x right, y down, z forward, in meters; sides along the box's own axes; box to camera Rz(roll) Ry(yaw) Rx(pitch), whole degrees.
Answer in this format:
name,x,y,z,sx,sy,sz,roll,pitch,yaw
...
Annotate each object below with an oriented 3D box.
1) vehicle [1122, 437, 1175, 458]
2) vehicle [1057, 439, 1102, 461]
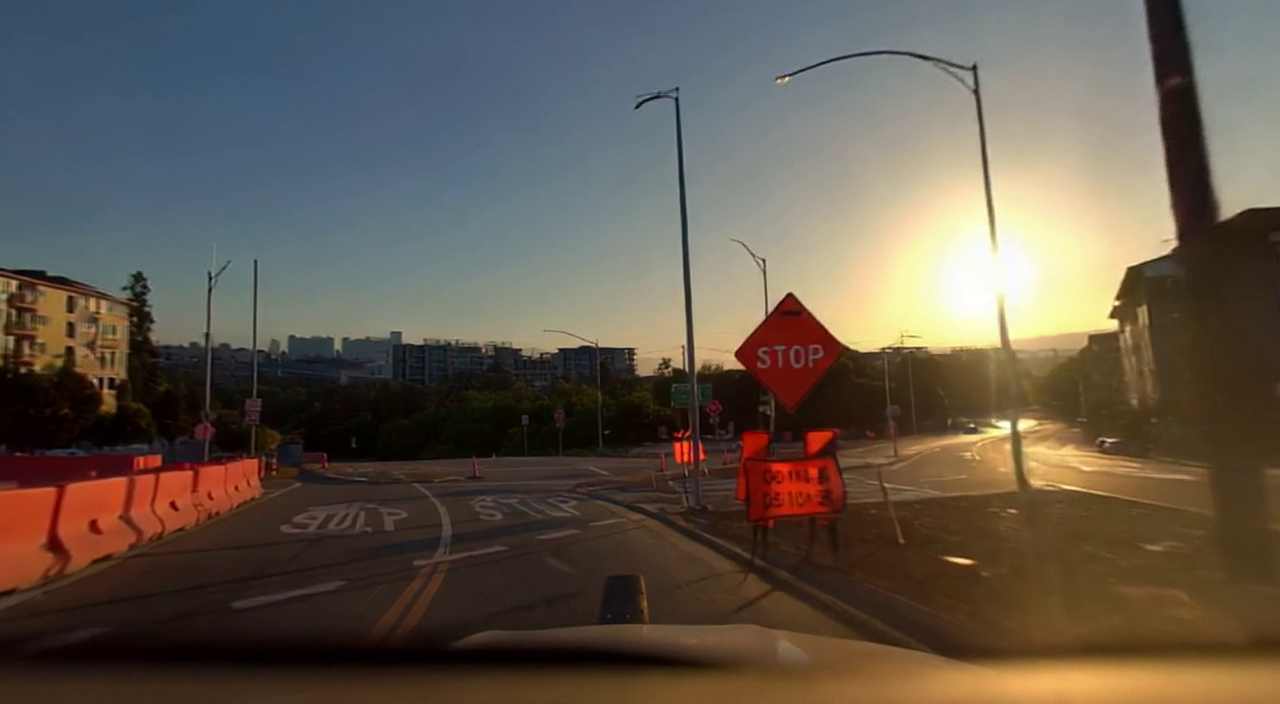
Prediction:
name,x,y,z,sx,sy,sz,roll,pitch,yaw
vehicle,36.741,6.939,45.660,1.917,1.466,4.422,-4,-10,25
vehicle,33.936,7.577,48.787,2.023,1.567,4.283,-4,-10,24
